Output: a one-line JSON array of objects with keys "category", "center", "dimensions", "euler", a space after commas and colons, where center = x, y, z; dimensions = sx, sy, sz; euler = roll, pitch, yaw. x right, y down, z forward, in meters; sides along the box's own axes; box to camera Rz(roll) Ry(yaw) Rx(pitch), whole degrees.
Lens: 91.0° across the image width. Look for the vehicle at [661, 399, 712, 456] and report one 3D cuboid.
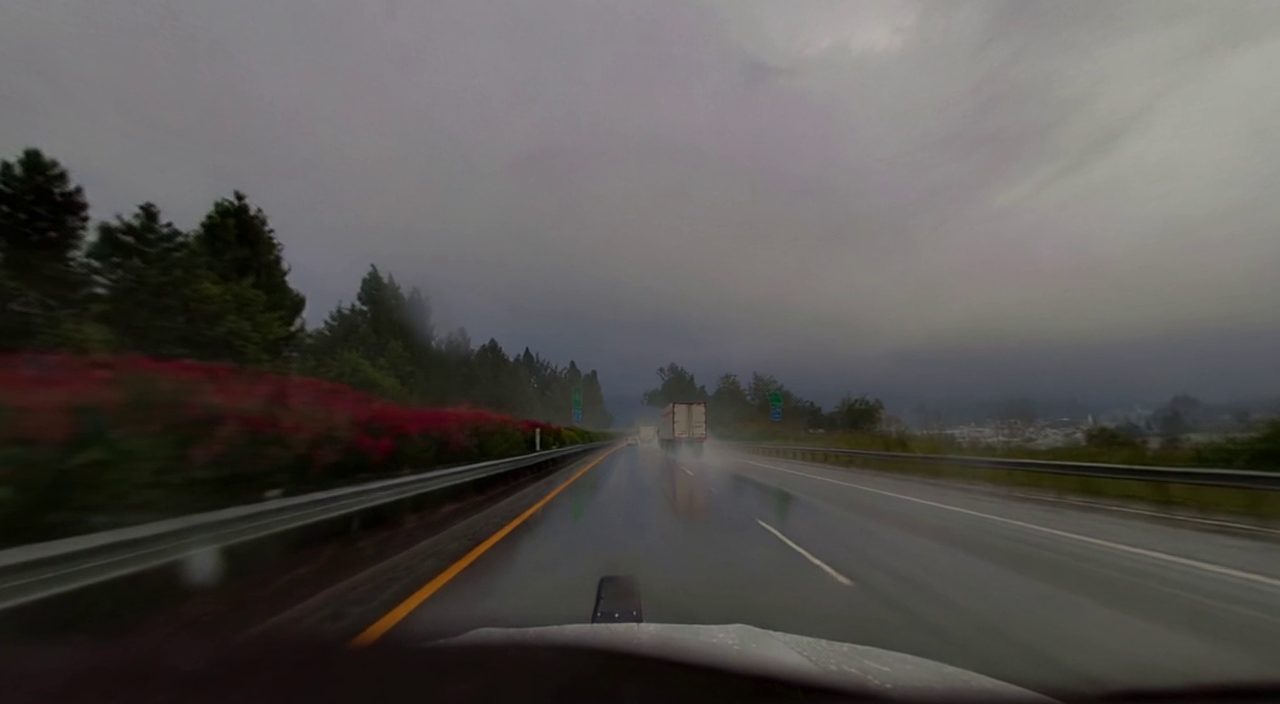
[{"category": "vehicle", "center": [3.442, 5.994, 49.294], "dimensions": [3.004, 3.952, 10.263], "euler": [0, -8, -1]}]
